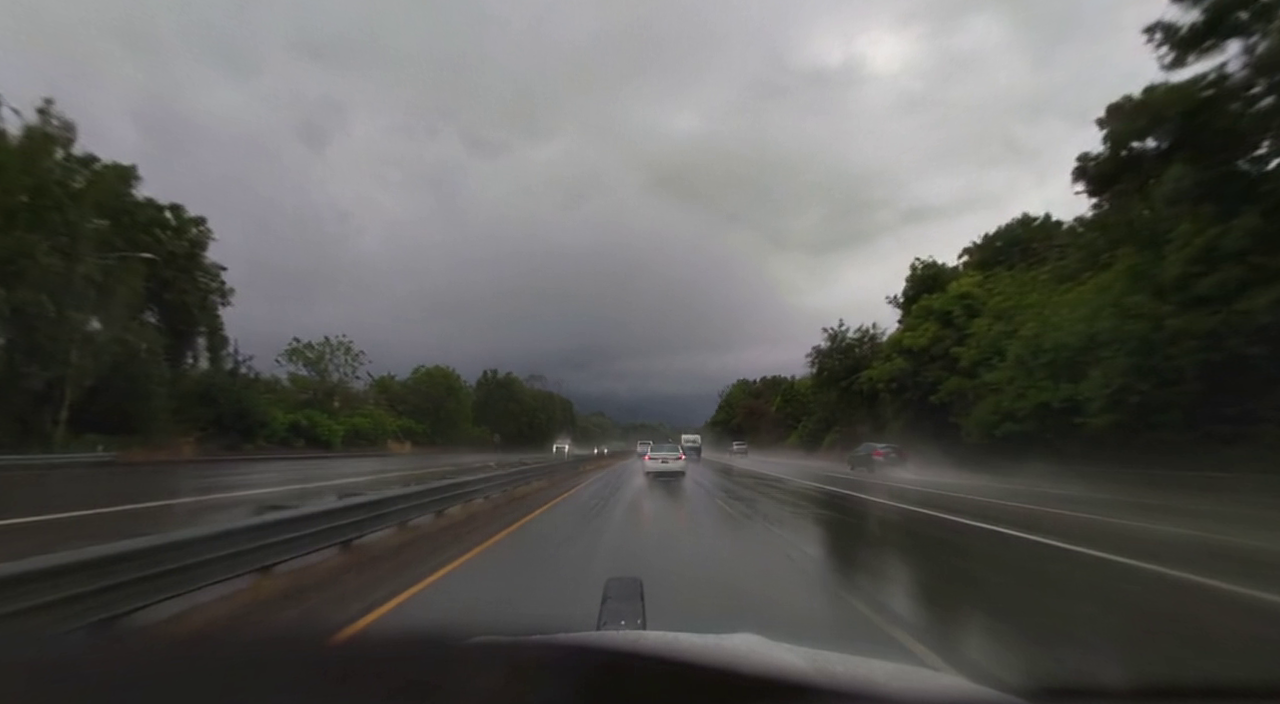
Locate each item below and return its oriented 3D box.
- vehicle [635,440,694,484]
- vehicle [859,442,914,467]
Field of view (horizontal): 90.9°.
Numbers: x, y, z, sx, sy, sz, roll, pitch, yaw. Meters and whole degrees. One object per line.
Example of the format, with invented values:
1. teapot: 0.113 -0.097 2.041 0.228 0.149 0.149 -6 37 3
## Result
1. vehicle: 0.847 4.117 23.857 2.053 1.483 4.185 0 -9 0
2. vehicle: 15.816 6.604 40.616 1.926 1.483 3.528 0 -9 -4
